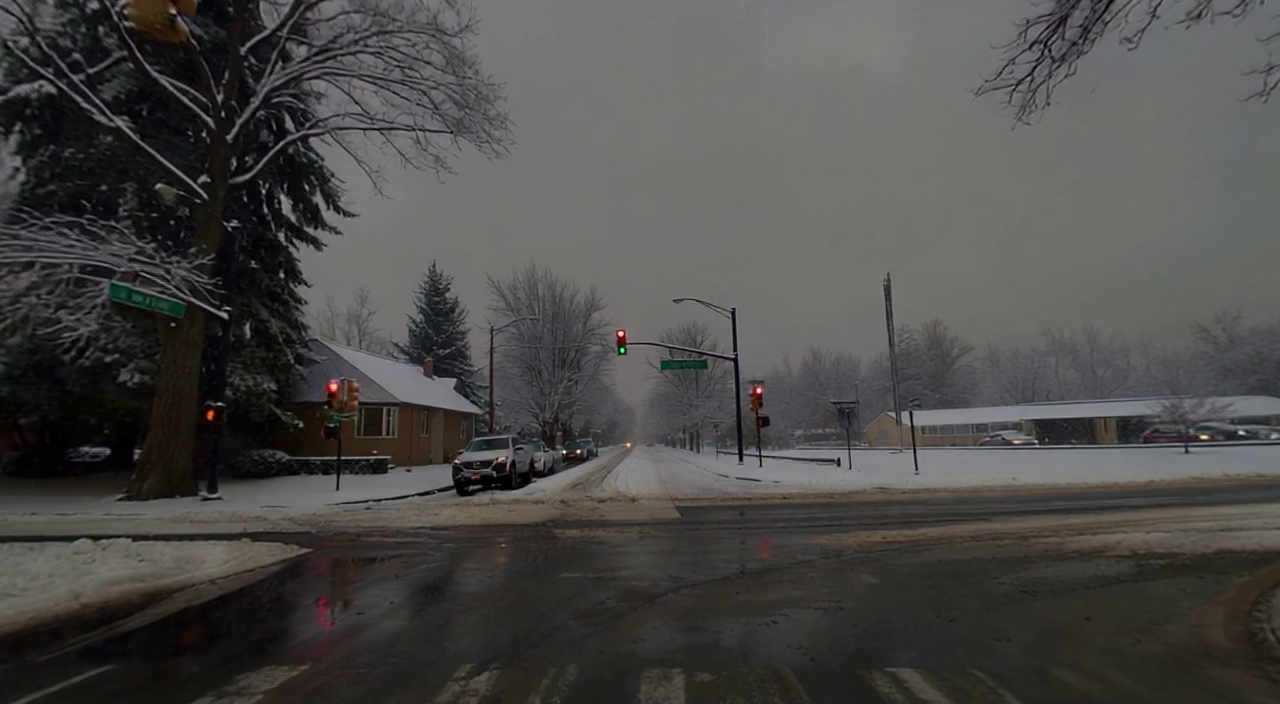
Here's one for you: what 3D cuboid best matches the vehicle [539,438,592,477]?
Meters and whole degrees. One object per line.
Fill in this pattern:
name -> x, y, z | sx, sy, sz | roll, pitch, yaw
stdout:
vehicle -> -3.647, 5.285, 31.908 | 2.120, 1.783, 4.788 | 0, -9, 0

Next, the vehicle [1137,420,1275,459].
vehicle -> 33.275, 5.166, 37.238 | 5.969, 2.149, 2.331 | 0, -9, -3

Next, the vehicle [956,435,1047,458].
vehicle -> 25.014, 6.553, 43.831 | 5.172, 1.515, 1.851 | 0, -9, -2

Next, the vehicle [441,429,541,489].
vehicle -> -6.497, 4.819, 28.850 | 2.896, 2.339, 7.322 | 0, -9, -1
